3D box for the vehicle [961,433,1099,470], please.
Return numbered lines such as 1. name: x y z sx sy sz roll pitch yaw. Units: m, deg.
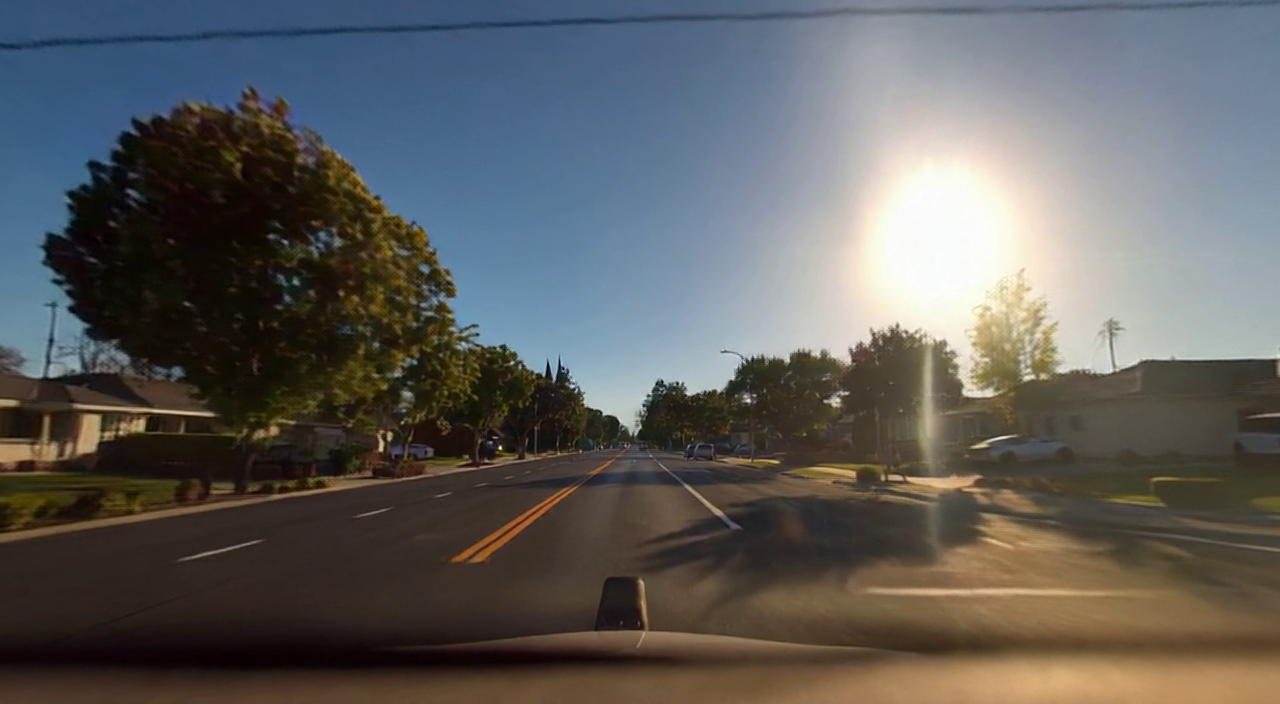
1. vehicle: 16.652 4.282 27.189 4.443 1.497 2.168 0 -8 2
